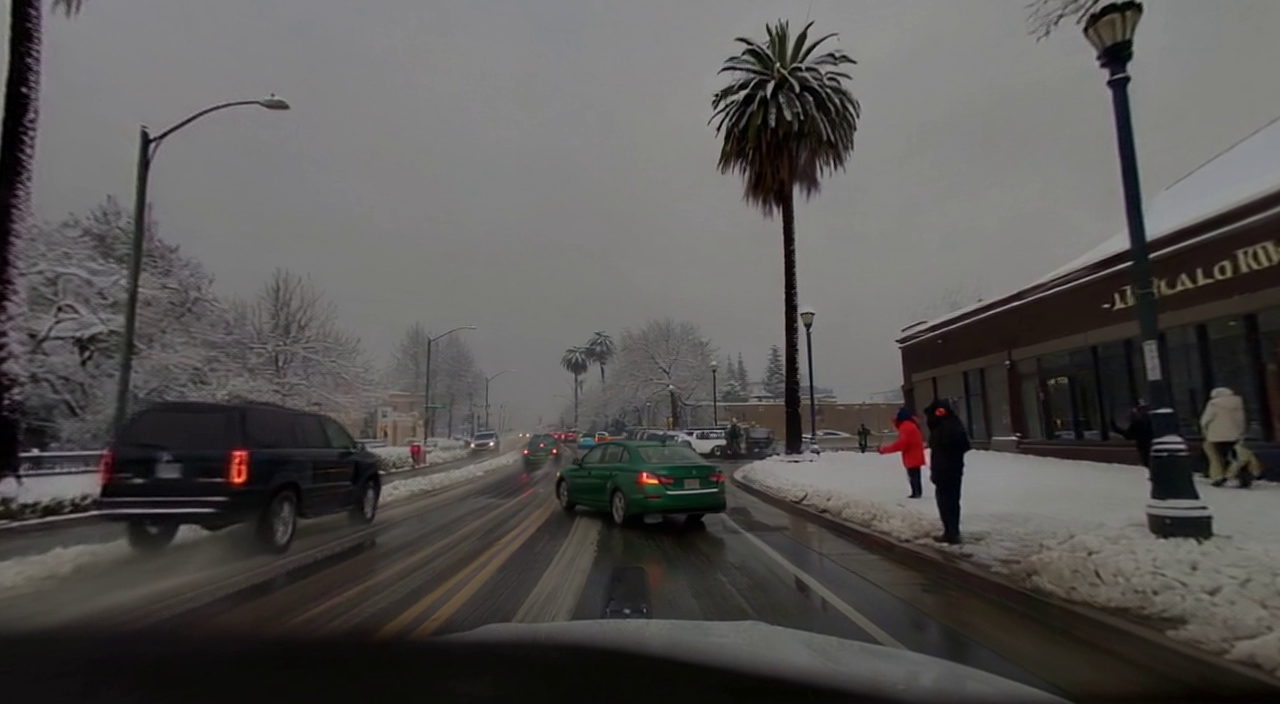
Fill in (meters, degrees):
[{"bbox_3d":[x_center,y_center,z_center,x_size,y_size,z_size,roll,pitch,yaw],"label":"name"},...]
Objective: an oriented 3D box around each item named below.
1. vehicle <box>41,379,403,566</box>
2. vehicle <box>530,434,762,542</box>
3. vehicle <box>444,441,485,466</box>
[{"bbox_3d":[-5.660,1.738,9.801,2.164,2.047,5.455,0,-9,-4],"label":"vehicle"},{"bbox_3d":[-0.173,2.254,11.213,1.930,1.477,4.657,5,-10,-31],"label":"vehicle"},{"bbox_3d":[-11.994,6.960,43.357,1.930,1.583,4.423,0,-9,-5],"label":"vehicle"}]
